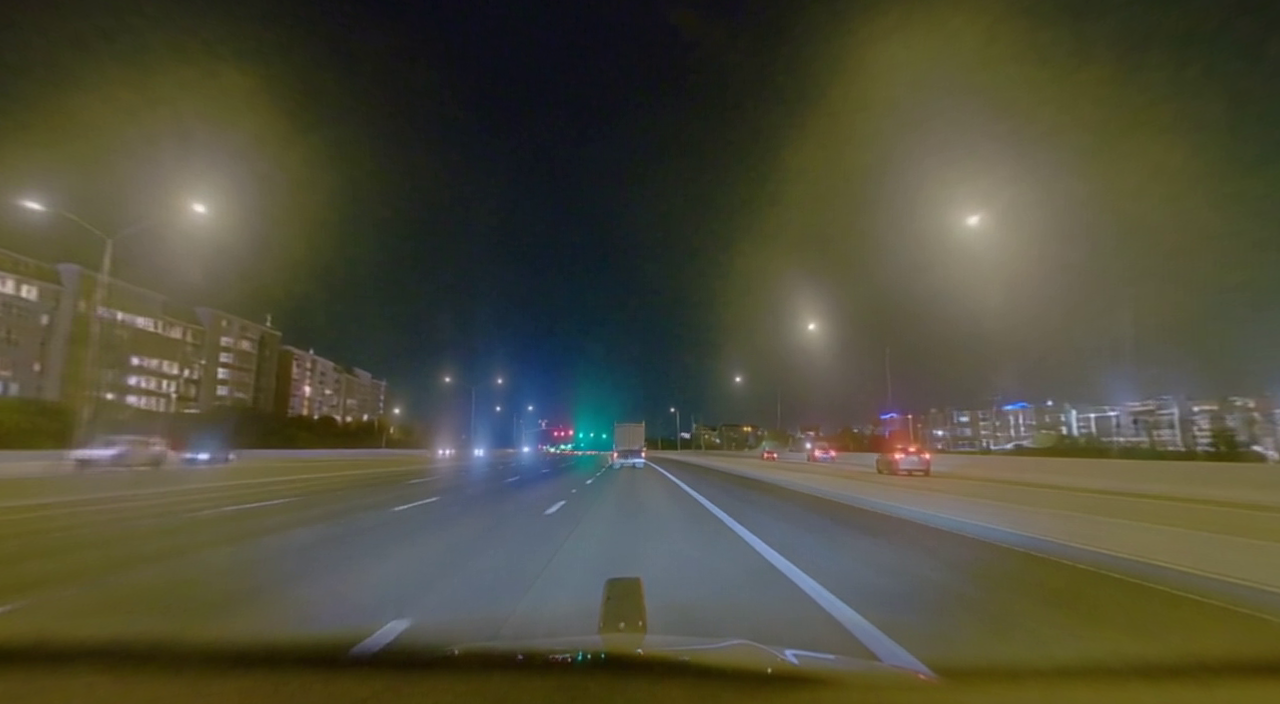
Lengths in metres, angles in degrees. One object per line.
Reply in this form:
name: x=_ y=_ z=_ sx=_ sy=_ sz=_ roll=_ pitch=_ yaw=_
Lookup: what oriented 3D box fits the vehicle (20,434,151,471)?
vehicle: x=-32.570 y=5.938 z=37.408 sx=2.559 sy=1.947 sz=5.829 roll=0 pitch=-9 yaw=-1
